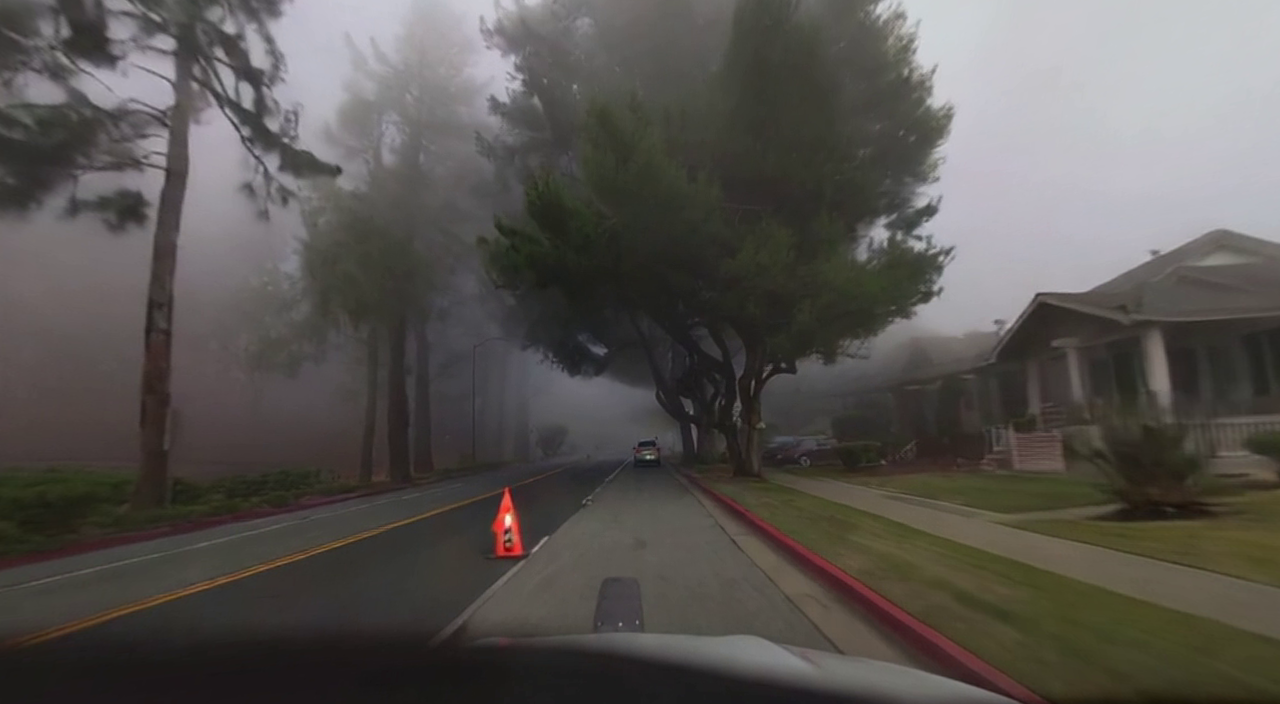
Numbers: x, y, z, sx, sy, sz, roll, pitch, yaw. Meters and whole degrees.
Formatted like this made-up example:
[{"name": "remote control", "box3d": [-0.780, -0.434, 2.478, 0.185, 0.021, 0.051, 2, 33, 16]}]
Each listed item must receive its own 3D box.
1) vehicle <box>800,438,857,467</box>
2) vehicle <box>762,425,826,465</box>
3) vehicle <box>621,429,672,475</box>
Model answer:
[{"name": "vehicle", "box3d": [10.551, 5.649, 35.580, 1.698, 1.548, 2.969, 4, -9, -17]}, {"name": "vehicle", "box3d": [9.709, 6.060, 40.552, 2.253, 2.306, 6.753, 0, -10, -2]}, {"name": "vehicle", "box3d": [0.206, 4.817, 30.558, 2.169, 2.015, 5.206, 0, -9, -2]}]
